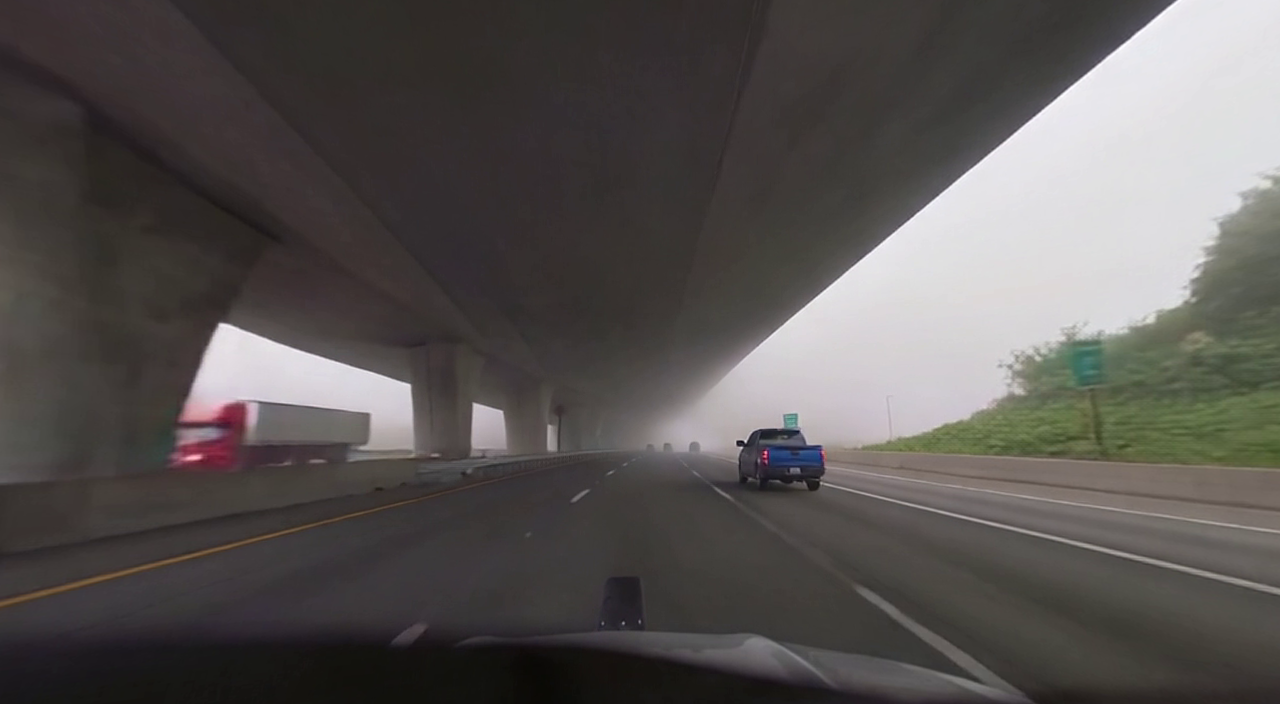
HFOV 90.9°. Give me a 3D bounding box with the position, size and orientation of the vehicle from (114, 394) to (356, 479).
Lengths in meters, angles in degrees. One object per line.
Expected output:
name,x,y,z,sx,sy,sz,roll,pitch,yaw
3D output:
vehicle,-18.565,4.197,30.847,3.005,3.267,12.753,0,-8,2

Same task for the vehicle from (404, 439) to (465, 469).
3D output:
vehicle,-12.340,6.126,38.164,2.004,1.656,4.805,0,-8,1

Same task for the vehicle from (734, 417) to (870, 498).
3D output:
vehicle,4.519,3.080,18.817,2.505,2.020,5.532,0,-8,-1
